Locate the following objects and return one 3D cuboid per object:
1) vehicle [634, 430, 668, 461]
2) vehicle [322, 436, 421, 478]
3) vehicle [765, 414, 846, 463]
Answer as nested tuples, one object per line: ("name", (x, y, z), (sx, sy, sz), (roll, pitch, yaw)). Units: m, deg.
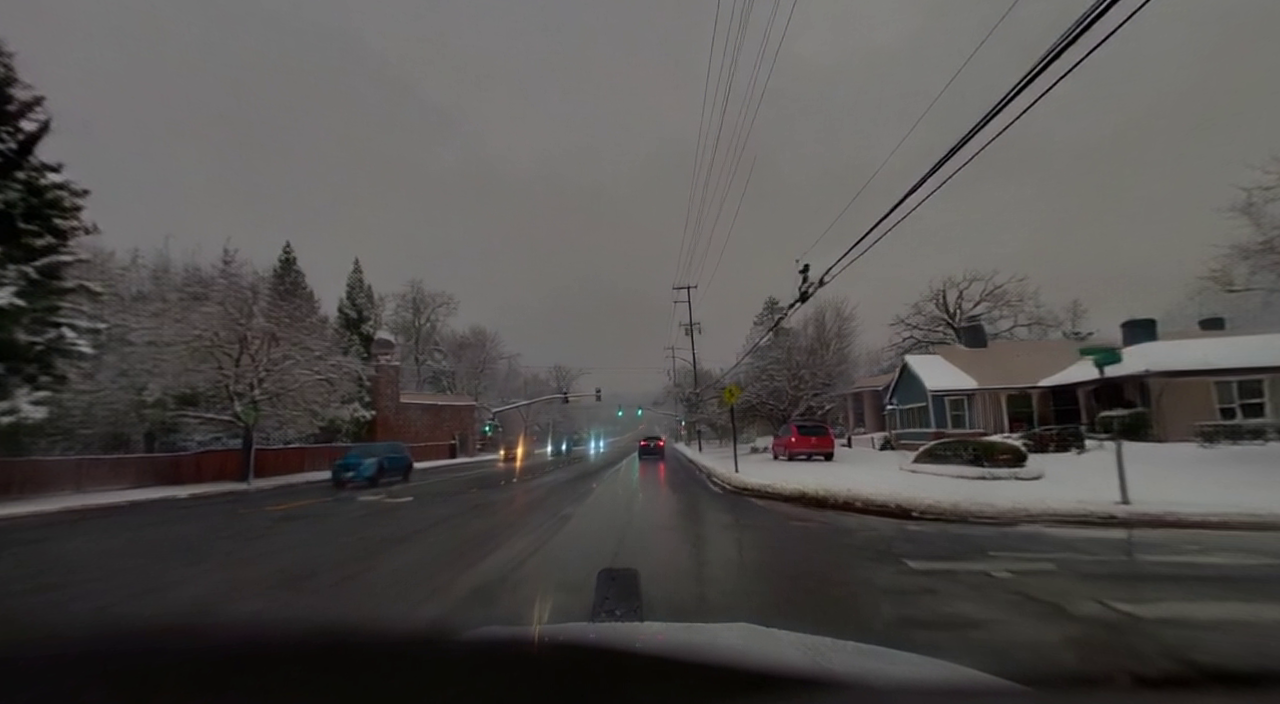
("vehicle", (0.721, 6.056, 40.937), (2.059, 1.908, 4.714), (0, -8, 1))
("vehicle", (-12.427, 4.862, 29.543), (2.397, 1.802, 4.855), (0, -8, 1))
("vehicle", (8.412, 4.516, 32.778), (2.531, 2.263, 6.802), (0, -8, 1))
